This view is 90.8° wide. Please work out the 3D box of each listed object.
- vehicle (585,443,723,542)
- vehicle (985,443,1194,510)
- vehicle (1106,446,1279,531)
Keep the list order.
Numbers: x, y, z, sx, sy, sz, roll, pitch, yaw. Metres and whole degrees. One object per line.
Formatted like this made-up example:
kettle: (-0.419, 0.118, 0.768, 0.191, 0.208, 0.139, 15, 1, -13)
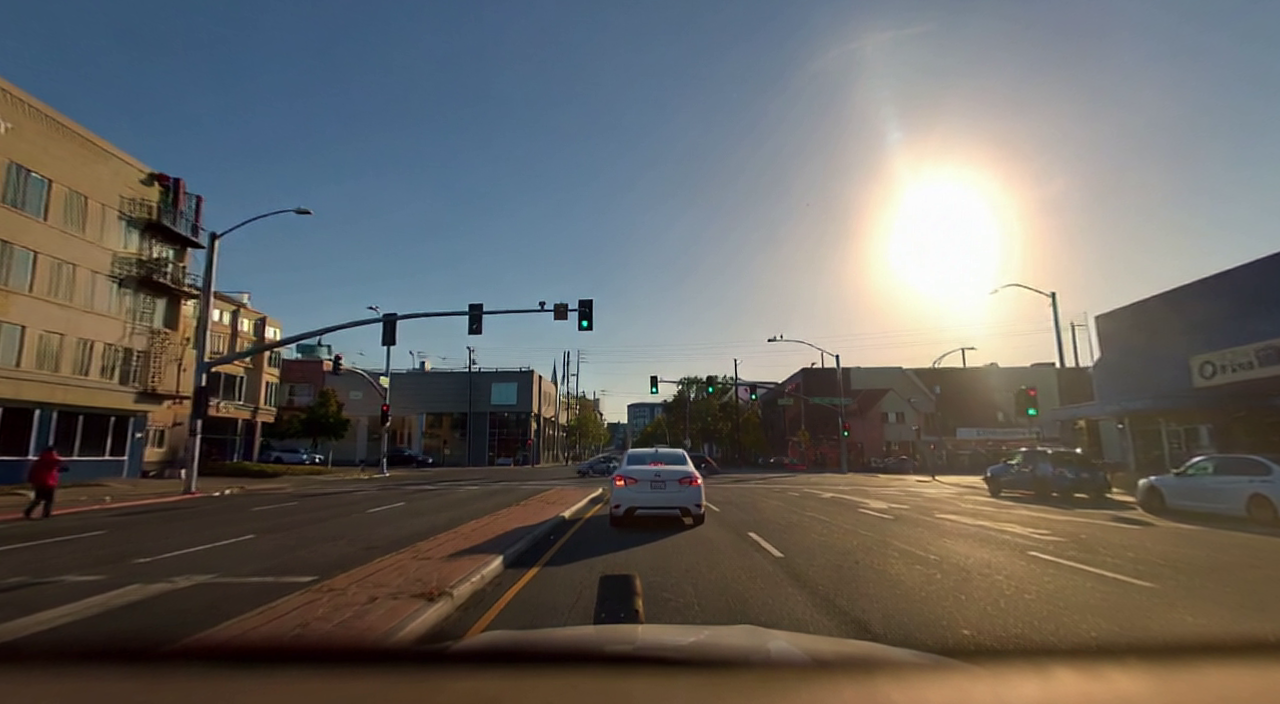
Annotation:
vehicle: (0.228, 2.460, 11.722, 2.067, 1.471, 4.241, 0, -9, 0)
vehicle: (14.104, 3.916, 20.491, 2.309, 1.819, 5.793, 0, -9, -2)
vehicle: (14.196, 3.121, 15.050, 2.235, 1.721, 5.230, 0, -9, 1)
